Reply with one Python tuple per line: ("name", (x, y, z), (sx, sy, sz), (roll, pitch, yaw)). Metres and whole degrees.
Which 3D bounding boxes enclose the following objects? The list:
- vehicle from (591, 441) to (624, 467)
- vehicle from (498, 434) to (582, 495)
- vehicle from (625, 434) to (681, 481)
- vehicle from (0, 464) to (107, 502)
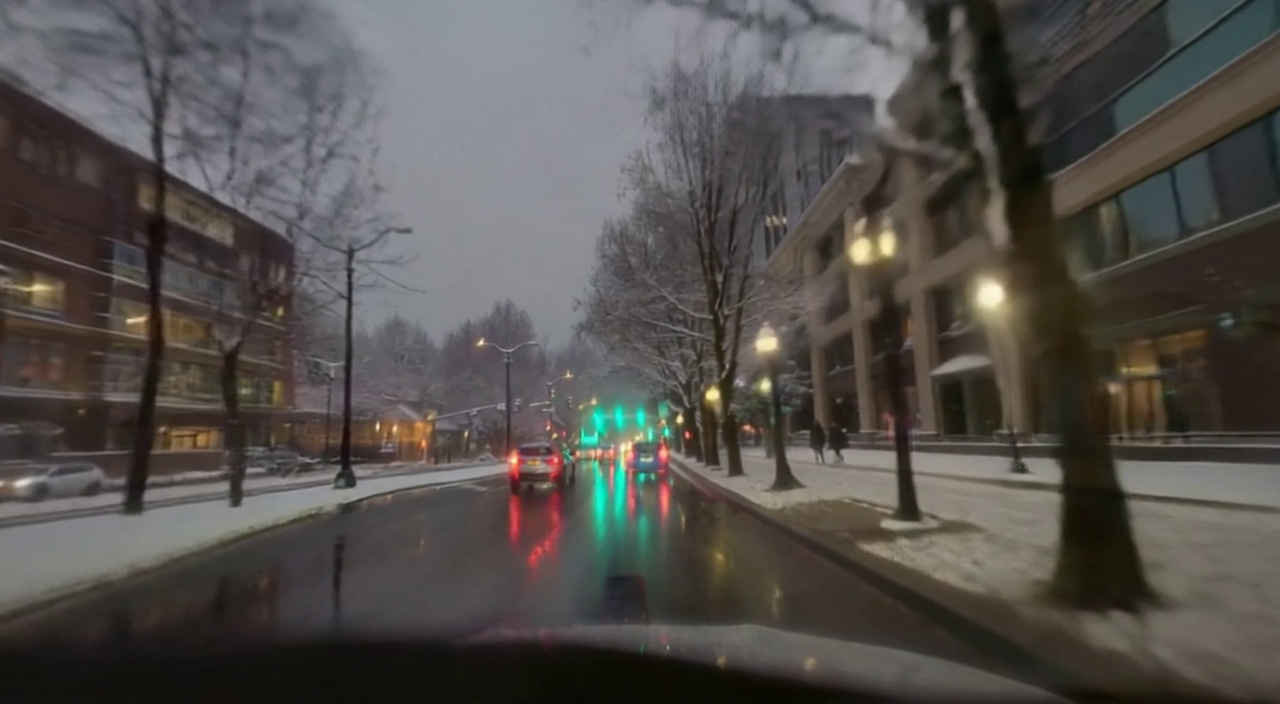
("vehicle", (-2.411, 7.686, 47.837), (2.220, 1.847, 4.587), (0, -8, 1))
("vehicle", (-3.046, 3.512, 20.002), (1.940, 1.722, 3.823), (0, -8, 1))
("vehicle", (0.503, 4.259, 25.690), (2.120, 1.758, 3.917), (0, -8, 1))
("vehicle", (-30.503, 6.694, 32.559), (1.929, 1.671, 4.597), (0, -8, -2))
